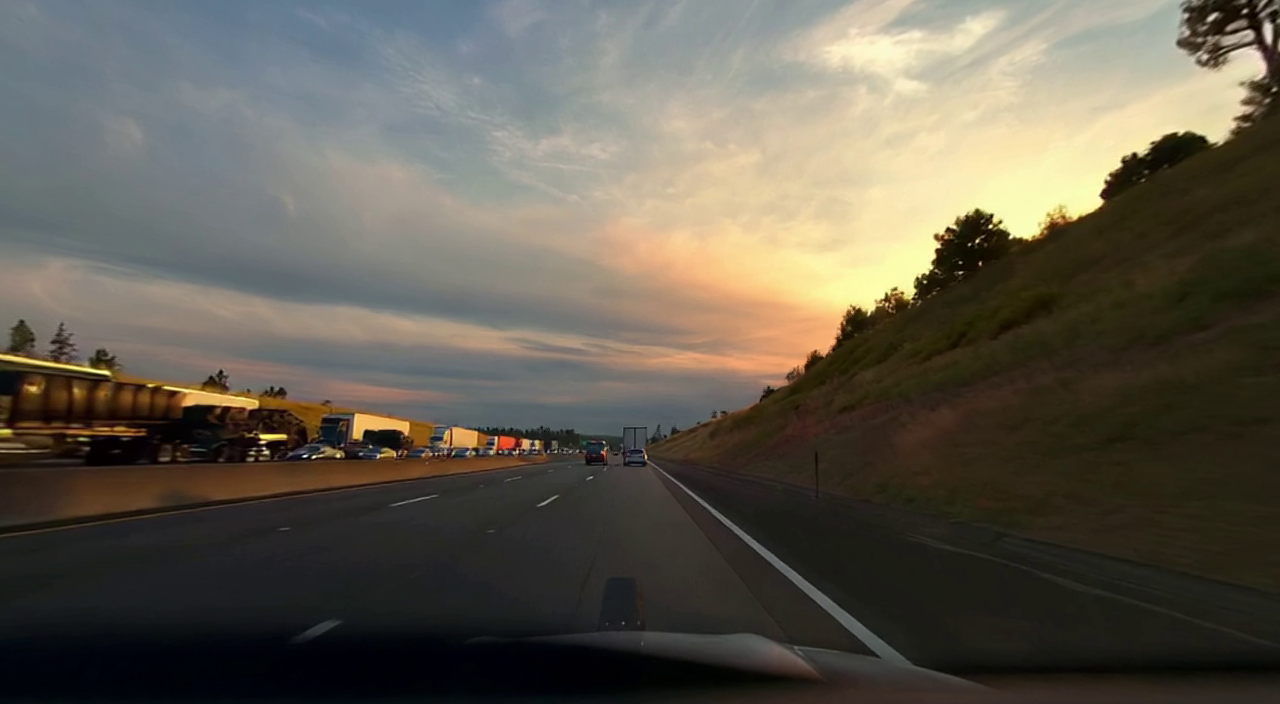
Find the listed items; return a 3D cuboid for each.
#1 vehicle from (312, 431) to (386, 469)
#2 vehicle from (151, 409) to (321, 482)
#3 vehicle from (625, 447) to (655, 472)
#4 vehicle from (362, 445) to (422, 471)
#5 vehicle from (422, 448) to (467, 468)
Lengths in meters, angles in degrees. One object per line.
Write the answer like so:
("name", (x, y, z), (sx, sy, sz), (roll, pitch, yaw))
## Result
("vehicle", (-19.186, 6.504, 41.888), (2.223, 2.287, 5.862), (0, -9, -1))
("vehicle", (-14.422, 3.438, 23.144), (2.357, 2.318, 5.817), (0, -9, 0))
("vehicle", (-0.037, 7.629, 44.713), (2.009, 1.657, 3.962), (0, -9, -1))
("vehicle", (-14.461, 6.205, 37.011), (1.891, 1.426, 4.156), (0, -9, 0))
("vehicle", (-14.687, 7.987, 47.676), (1.976, 1.423, 4.416), (0, -9, 0))
